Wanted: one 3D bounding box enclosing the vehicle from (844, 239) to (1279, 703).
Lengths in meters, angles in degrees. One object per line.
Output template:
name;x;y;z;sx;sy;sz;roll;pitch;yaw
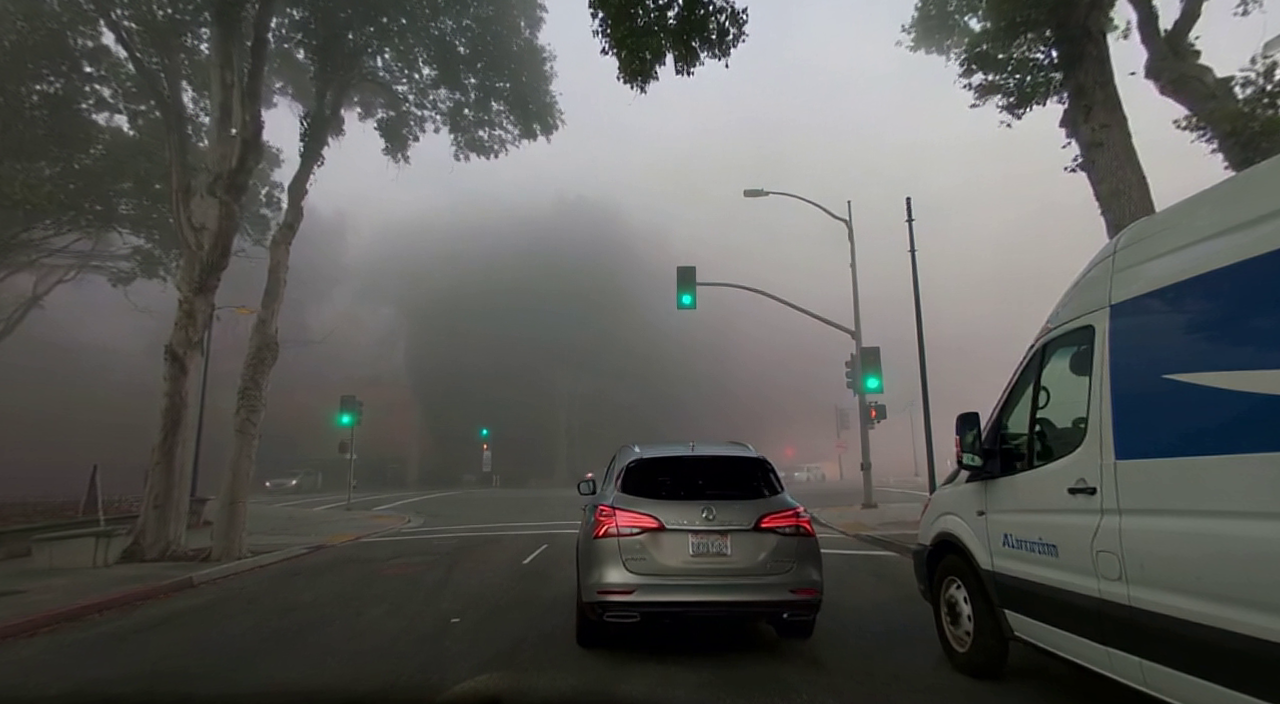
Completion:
vehicle;2.852;0.880;2.865;2.054;1.965;5.248;1;-11;0

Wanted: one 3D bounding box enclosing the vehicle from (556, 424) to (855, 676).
vehicle;0.382;1.647;6.041;1.961;1.629;3.610;1;-10;-2
